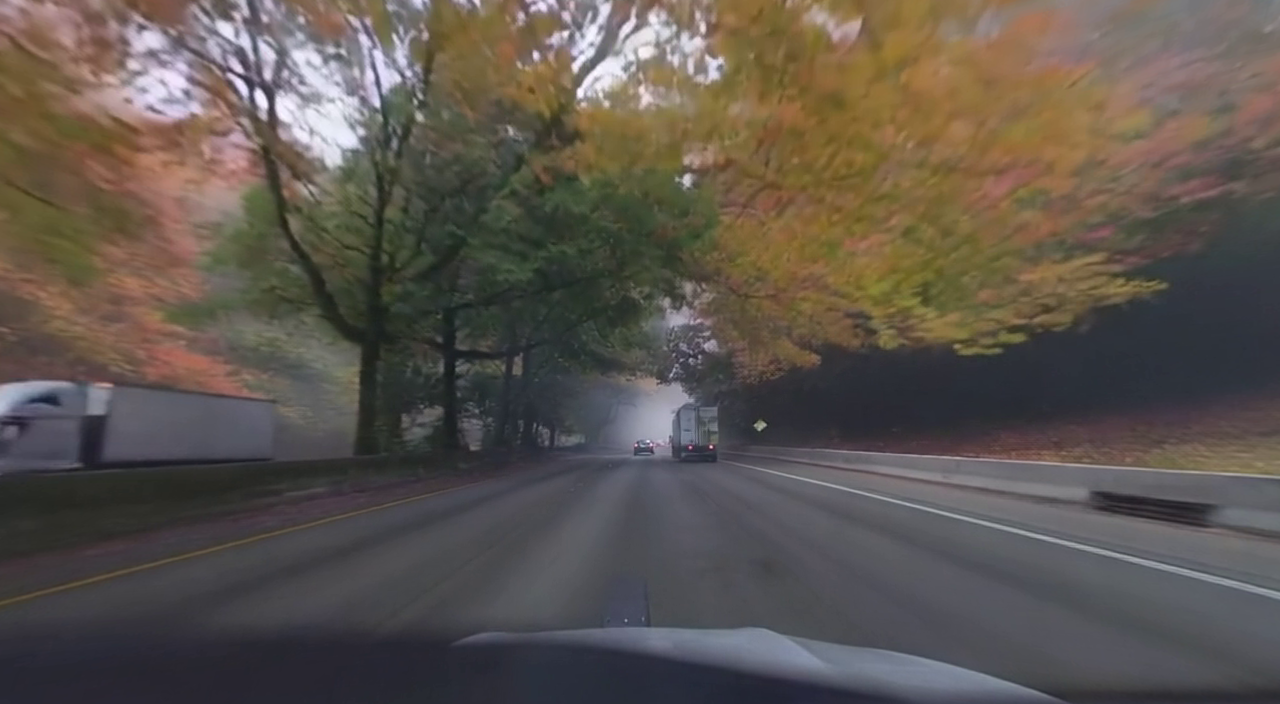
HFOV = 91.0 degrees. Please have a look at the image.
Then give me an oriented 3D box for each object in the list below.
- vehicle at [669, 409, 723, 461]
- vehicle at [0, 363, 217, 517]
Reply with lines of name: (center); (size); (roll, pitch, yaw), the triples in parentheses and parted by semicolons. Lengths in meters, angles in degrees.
vehicle: (3.867, 6.071, 45.647); (2.932, 3.425, 7.941); (0, -8, -2)
vehicle: (-19.285, 2.957, 21.031); (2.923, 4.256, 10.164); (0, -8, 1)
